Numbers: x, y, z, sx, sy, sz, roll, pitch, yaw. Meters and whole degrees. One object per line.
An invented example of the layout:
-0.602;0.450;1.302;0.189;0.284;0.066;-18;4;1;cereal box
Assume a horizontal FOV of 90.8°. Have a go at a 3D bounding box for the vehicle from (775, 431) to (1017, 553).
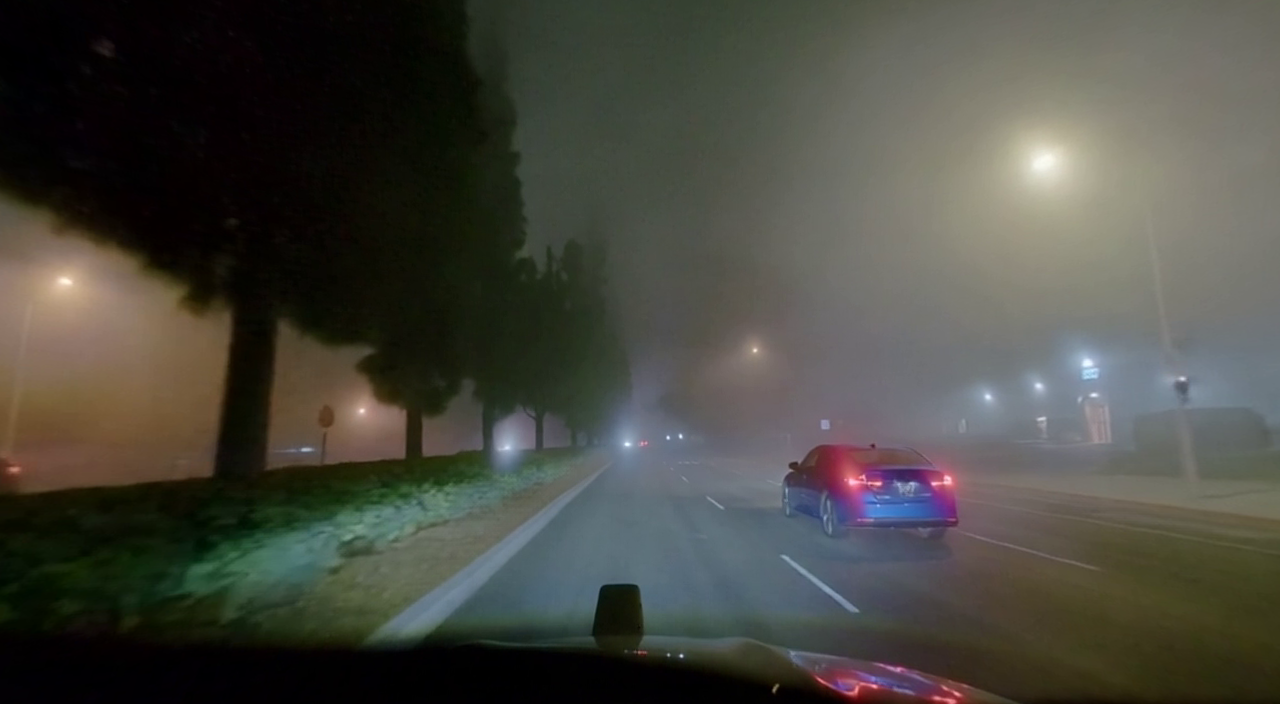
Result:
3.605;2.029;9.935;1.950;1.473;4.259;0;-8;-1;vehicle
